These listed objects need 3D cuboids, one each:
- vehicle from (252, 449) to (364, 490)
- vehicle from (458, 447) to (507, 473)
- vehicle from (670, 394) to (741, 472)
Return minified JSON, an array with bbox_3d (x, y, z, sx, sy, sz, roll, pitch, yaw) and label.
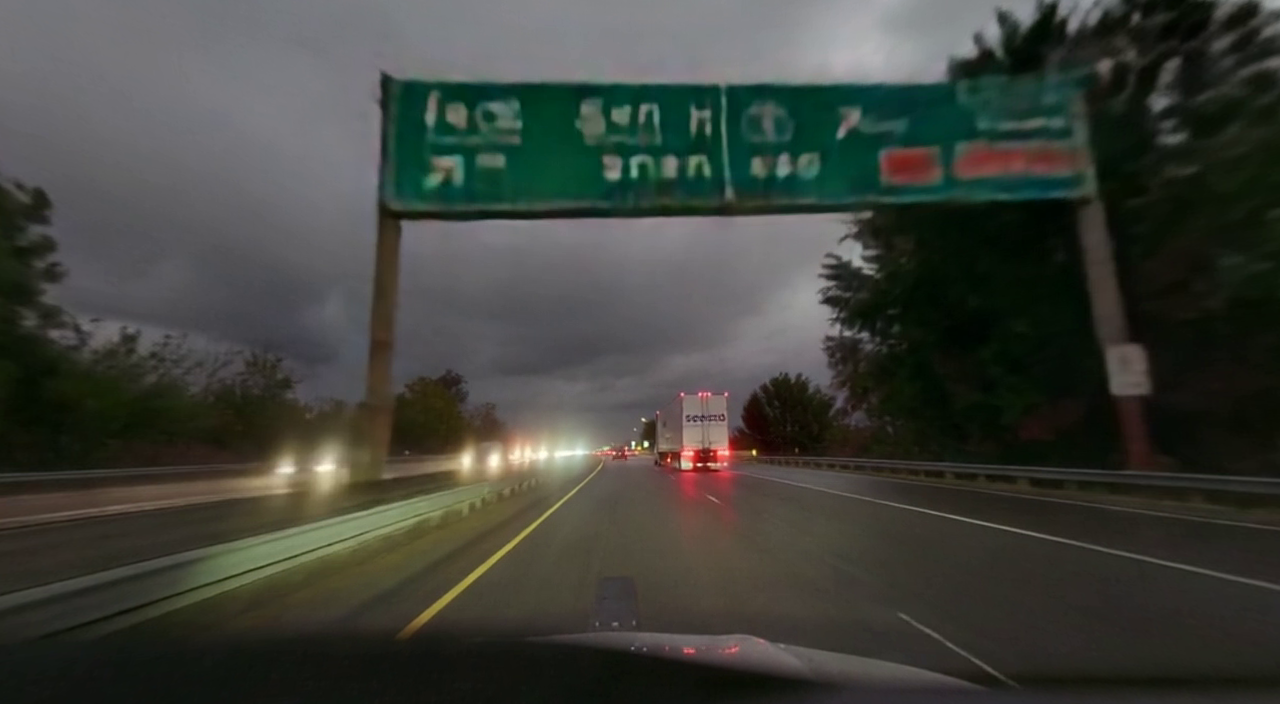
[{"bbox_3d":[-13.274,4.689,25.425,2.005,1.449,4.724,0,-9,-1],"label":"vehicle"},{"bbox_3d":[-9.879,6.792,39.694,1.957,1.538,4.733,0,-9,-2],"label":"vehicle"},{"bbox_3d":[3.531,4.757,36.167,2.892,3.928,8.380,0,-9,-2],"label":"vehicle"}]
